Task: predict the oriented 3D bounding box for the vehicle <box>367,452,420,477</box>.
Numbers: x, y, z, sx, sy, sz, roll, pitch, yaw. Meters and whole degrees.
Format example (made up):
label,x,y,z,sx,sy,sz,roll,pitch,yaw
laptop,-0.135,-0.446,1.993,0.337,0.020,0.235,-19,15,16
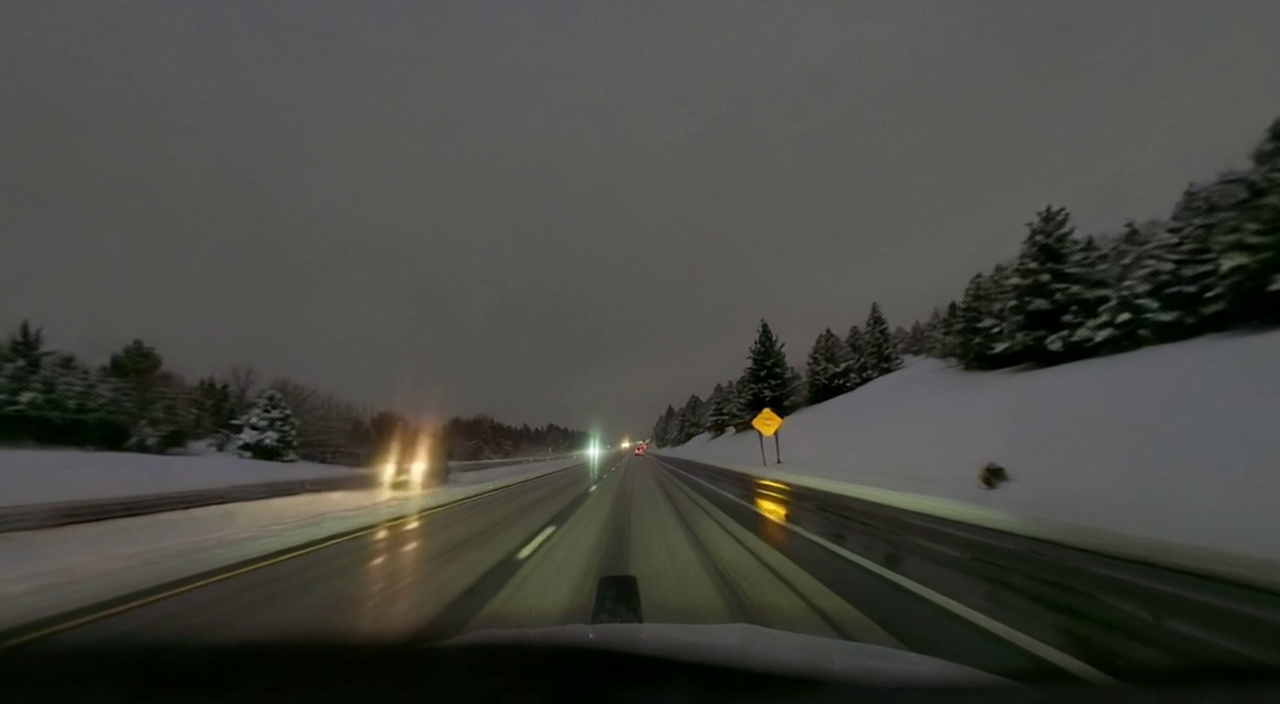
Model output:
label,x,y,z,sx,sy,sz,roll,pitch,yaw
vehicle,-16.719,7.609,42.748,1.896,1.576,4.138,-1,-9,0
